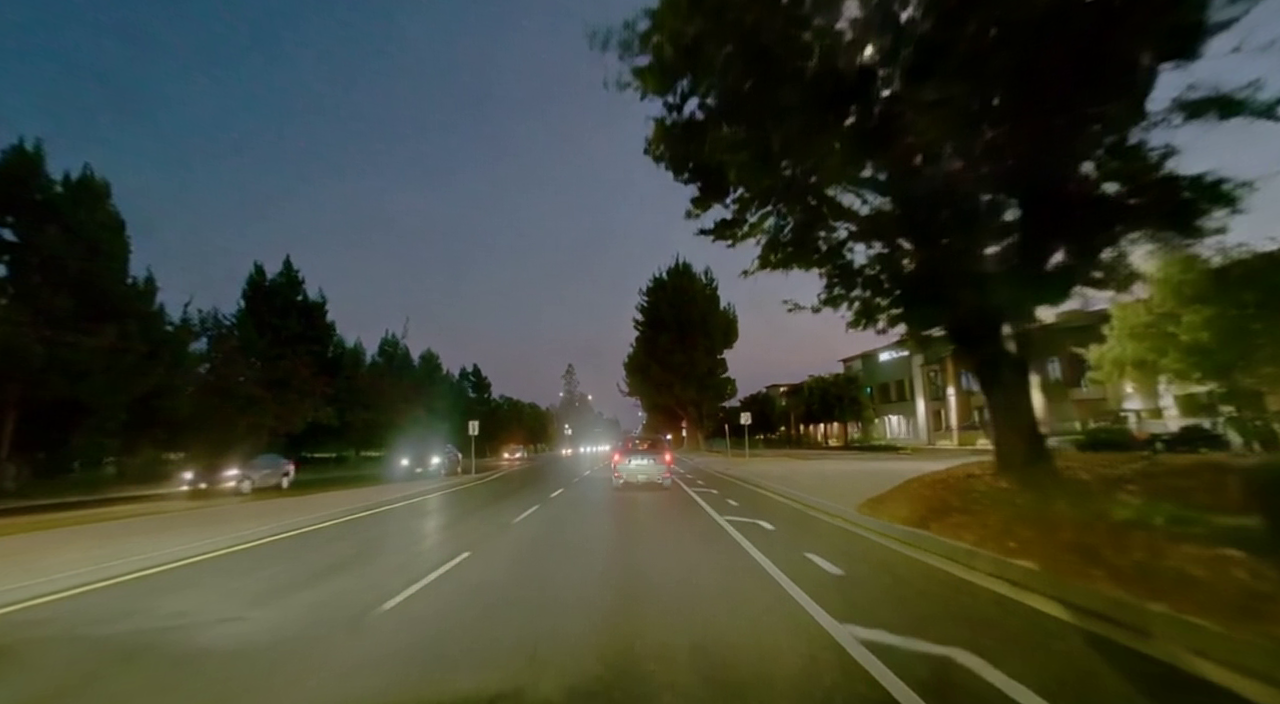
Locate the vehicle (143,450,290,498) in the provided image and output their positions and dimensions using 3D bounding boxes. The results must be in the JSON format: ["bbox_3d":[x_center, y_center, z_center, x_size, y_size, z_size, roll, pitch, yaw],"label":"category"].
[{"bbox_3d":[-15.375,4.432,23.338,2.124,1.542,4.702,0,-9,1],"label":"vehicle"}]

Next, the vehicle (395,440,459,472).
[{"bbox_3d":[-12.153,5.960,36.368,2.143,1.711,4.477,0,-8,0],"label":"vehicle"}]

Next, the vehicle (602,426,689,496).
[{"bbox_3d":[0.123,2.953,17.343,2.094,1.682,3.866,0,-9,0],"label":"vehicle"}]
